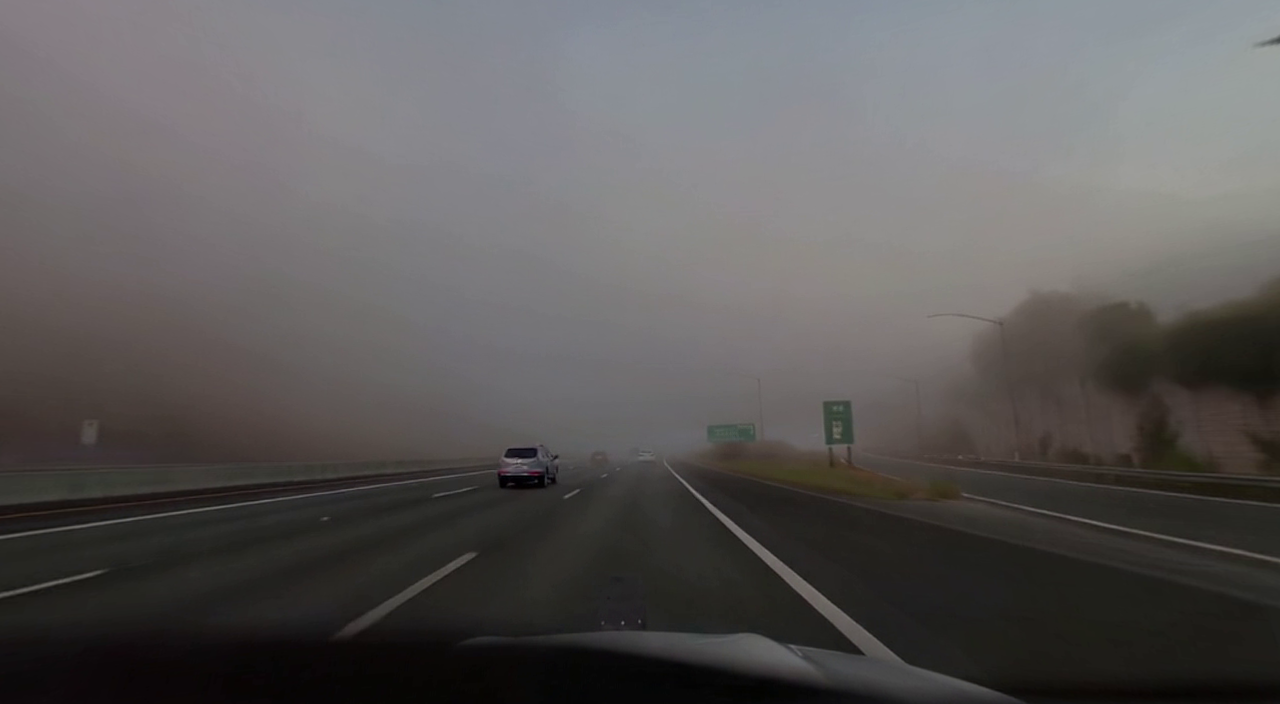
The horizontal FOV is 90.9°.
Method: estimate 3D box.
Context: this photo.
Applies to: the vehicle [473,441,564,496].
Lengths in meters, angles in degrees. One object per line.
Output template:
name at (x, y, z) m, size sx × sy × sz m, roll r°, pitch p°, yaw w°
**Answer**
vehicle at (-4.050, 3.971, 21.866) m, size 2.263 × 1.696 × 4.321 m, roll 0°, pitch -9°, yaw 1°
